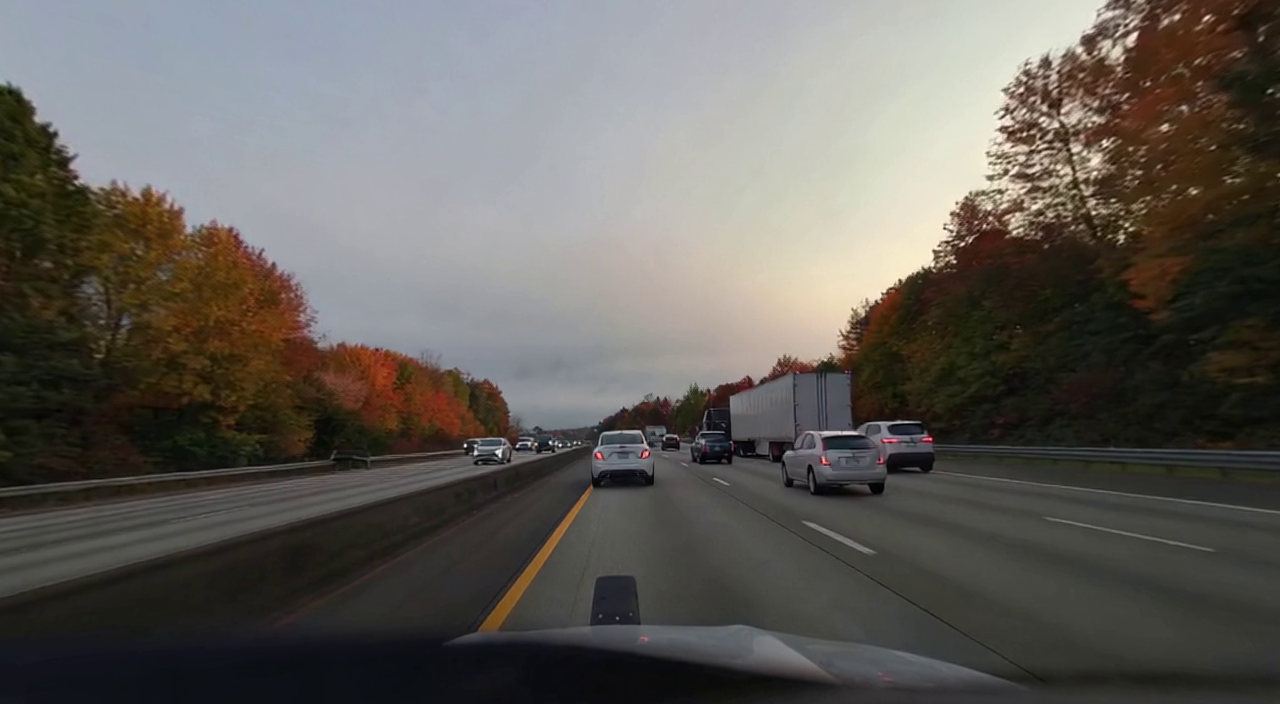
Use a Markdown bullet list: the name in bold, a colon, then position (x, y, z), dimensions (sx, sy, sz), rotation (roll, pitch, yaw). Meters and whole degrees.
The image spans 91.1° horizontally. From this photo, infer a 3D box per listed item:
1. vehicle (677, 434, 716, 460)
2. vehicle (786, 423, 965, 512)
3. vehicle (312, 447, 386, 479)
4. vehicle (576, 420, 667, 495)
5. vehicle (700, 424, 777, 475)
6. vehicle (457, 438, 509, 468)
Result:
- **vehicle**: position (3.409, 5.824, 38.721), dimensions (1.865, 1.471, 3.916), rotation (0, -8, -2)
- **vehicle**: position (4.567, 2.274, 12.970), dimensions (2.040, 1.523, 4.068), rotation (0, -8, -1)
- **vehicle**: position (-15.392, 5.877, 33.508), dimensions (1.976, 1.500, 4.233), rotation (0, -8, -1)
- **vehicle**: position (-0.474, 2.741, 16.783), dimensions (2.087, 1.709, 4.455), rotation (0, -8, -1)
- **vehicle**: position (3.571, 3.605, 23.547), dimensions (2.147, 1.707, 3.963), rotation (0, -8, -2)
- **vehicle**: position (-9.170, 5.903, 37.057), dimensions (2.051, 1.679, 4.148), rotation (0, -8, 0)
